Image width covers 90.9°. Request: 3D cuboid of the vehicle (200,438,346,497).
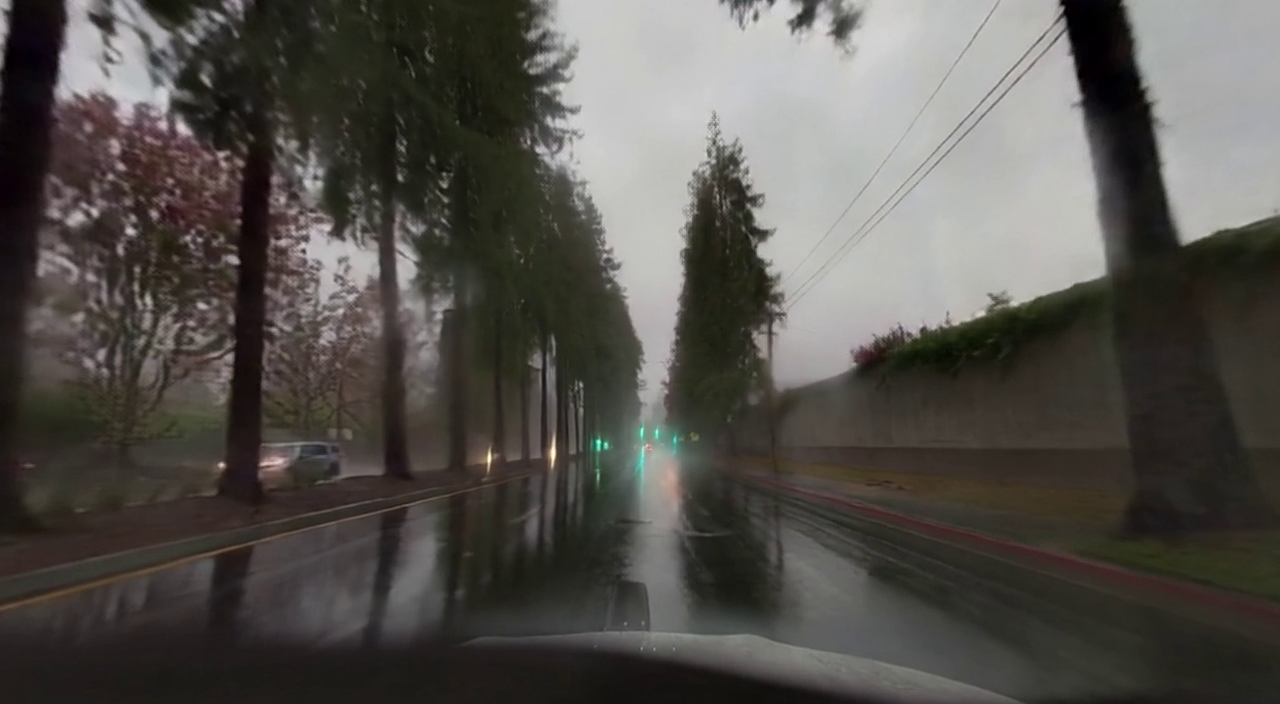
[{"bbox_3d":[-14.826,4.685,26.106,2.368,2.104,6.159,0,-8,0],"label":"vehicle"}]
